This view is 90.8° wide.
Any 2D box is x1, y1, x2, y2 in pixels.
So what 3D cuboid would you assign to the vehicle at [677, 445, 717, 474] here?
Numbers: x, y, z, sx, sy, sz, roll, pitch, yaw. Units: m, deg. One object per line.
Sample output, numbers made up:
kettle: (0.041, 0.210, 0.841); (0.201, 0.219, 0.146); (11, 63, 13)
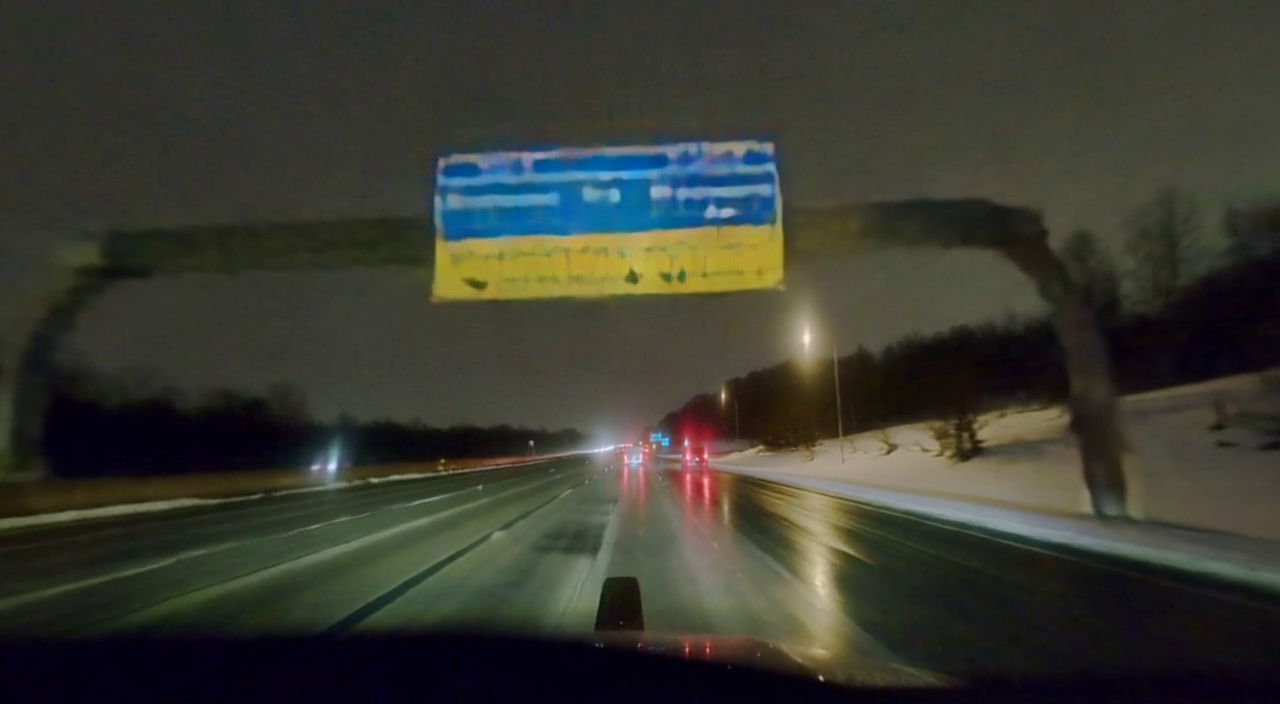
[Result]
vehicle: (3.617, 6.935, 41.073); (2.133, 1.746, 4.511); (0, -9, -1)
